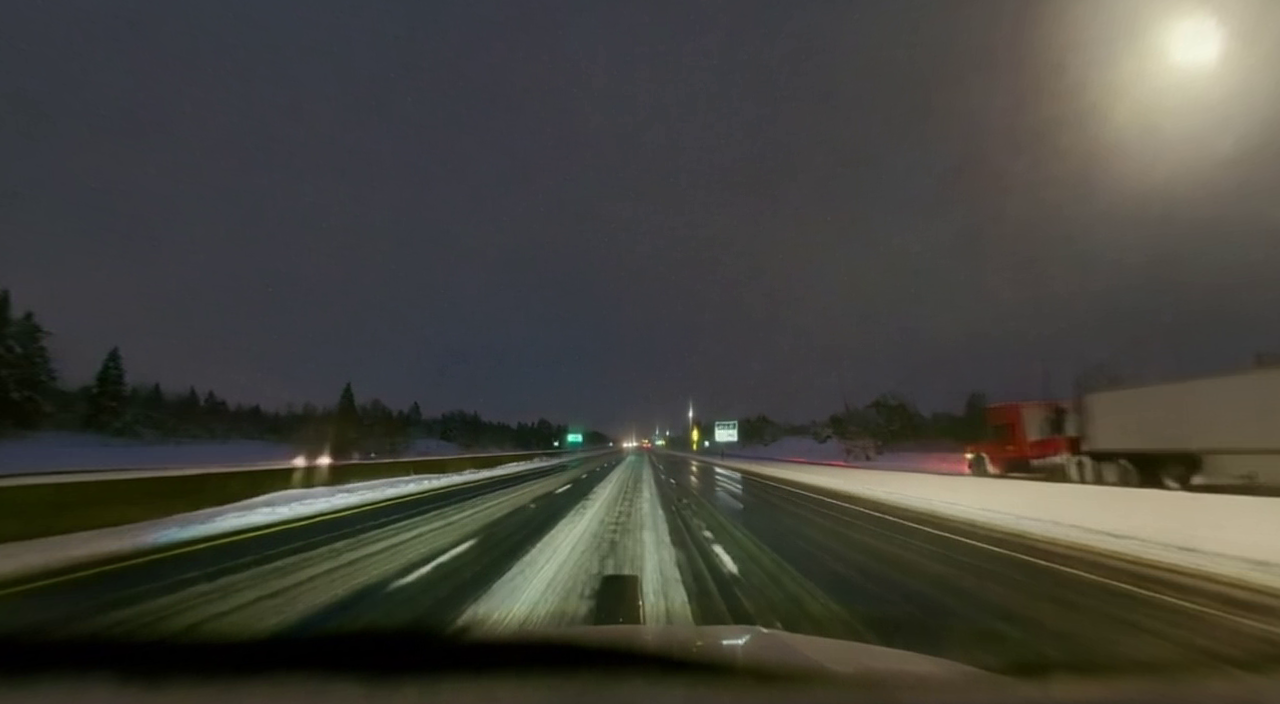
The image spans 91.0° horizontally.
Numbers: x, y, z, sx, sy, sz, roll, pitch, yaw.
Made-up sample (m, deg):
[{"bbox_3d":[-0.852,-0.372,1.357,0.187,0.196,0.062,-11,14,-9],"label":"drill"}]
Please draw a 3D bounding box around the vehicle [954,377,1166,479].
[{"bbox_3d":[19.144,3.744,29.905,3.020,4.008,9.497,1,-9,-3],"label":"vehicle"}]

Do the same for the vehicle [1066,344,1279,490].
[{"bbox_3d":[20.013,1.931,18.438,2.939,4.193,15.754,1,-9,-5],"label":"vehicle"}]
